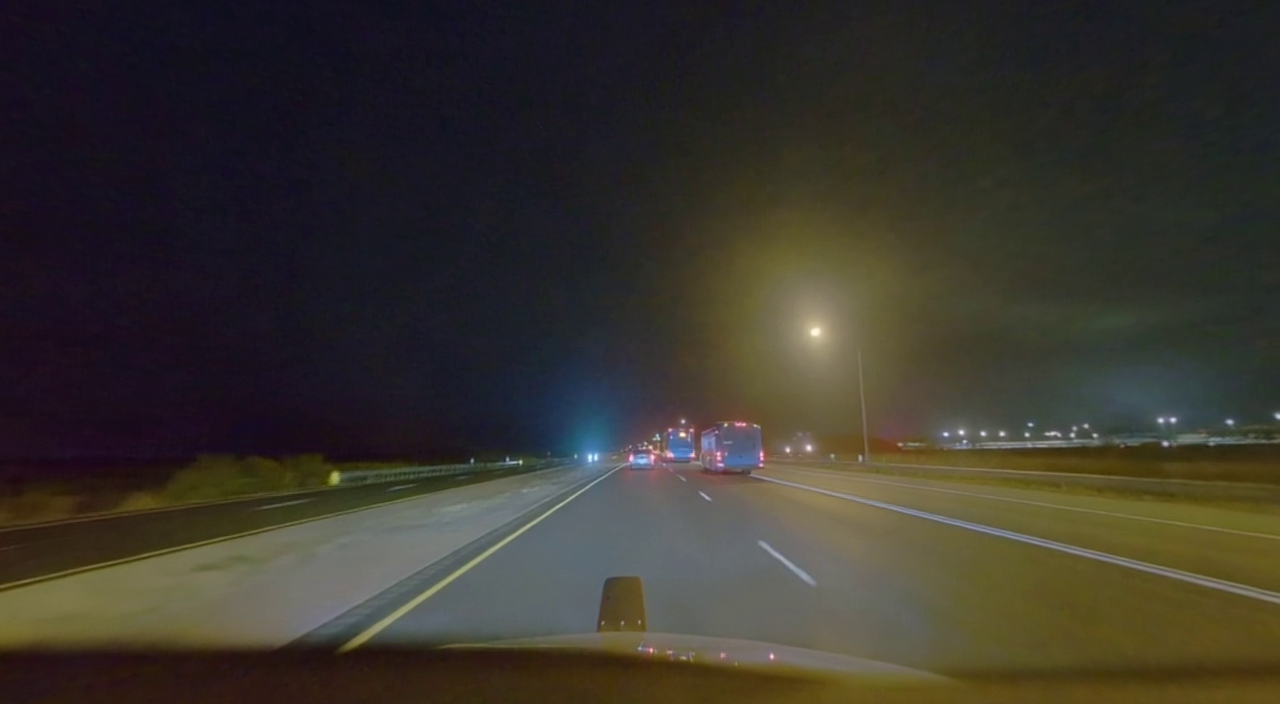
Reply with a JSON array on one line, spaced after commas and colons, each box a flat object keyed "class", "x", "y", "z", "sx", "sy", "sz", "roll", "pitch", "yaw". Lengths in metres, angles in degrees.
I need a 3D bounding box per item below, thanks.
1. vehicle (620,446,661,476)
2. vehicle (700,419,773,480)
[{"class": "vehicle", "x": 0.022, "y": 5.639, "z": 32.851, "sx": 2.004, "sy": 1.449, "sz": 3.817, "roll": 0, "pitch": -9, "yaw": -1}, {"class": "vehicle", "x": 4.362, "y": 4.615, "z": 29.736, "sx": 2.440, "sy": 2.555, "sz": 5.957, "roll": 0, "pitch": -9, "yaw": 0}]
